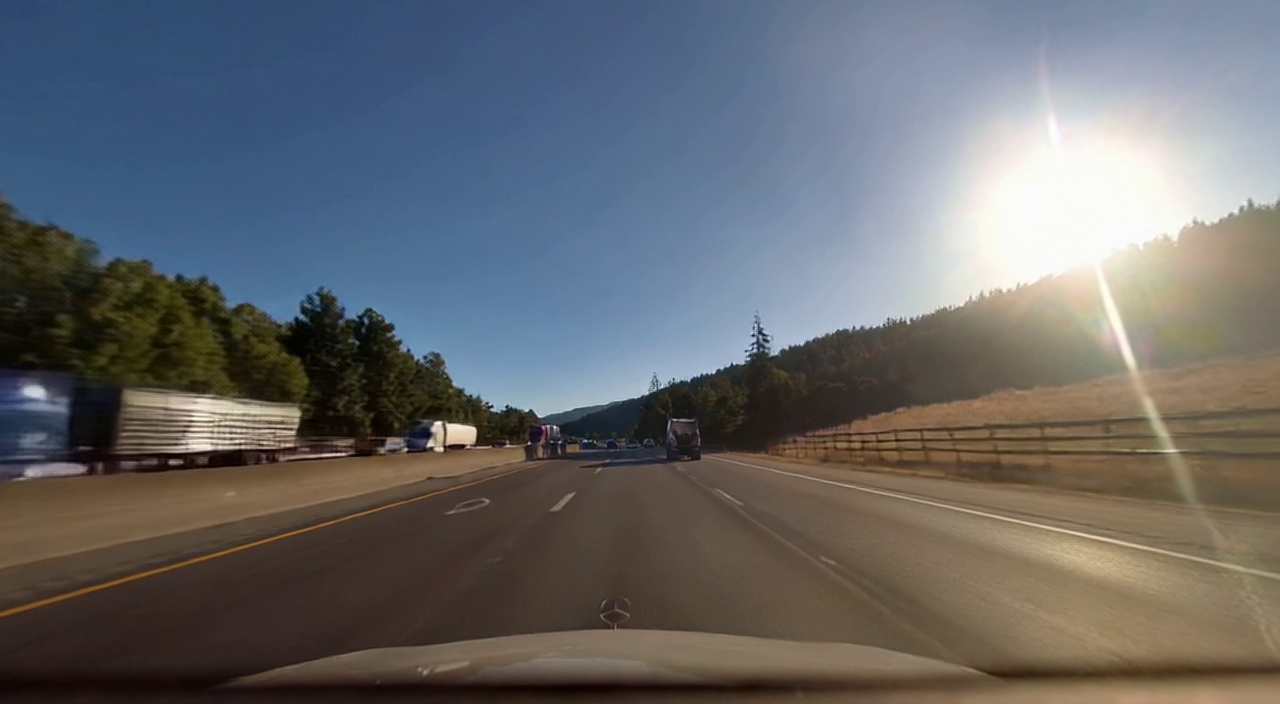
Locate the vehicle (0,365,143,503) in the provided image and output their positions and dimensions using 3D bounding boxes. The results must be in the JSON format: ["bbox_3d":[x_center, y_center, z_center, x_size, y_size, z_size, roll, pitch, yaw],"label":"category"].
[{"bbox_3d":[-20.106,2.717,20.470,2.983,3.974,5.851,0,-8,-1],"label":"vehicle"}]

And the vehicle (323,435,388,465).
[{"bbox_3d":[-16.485,5.691,36.722,1.892,1.575,4.179,-1,-8,-1],"label":"vehicle"}]
